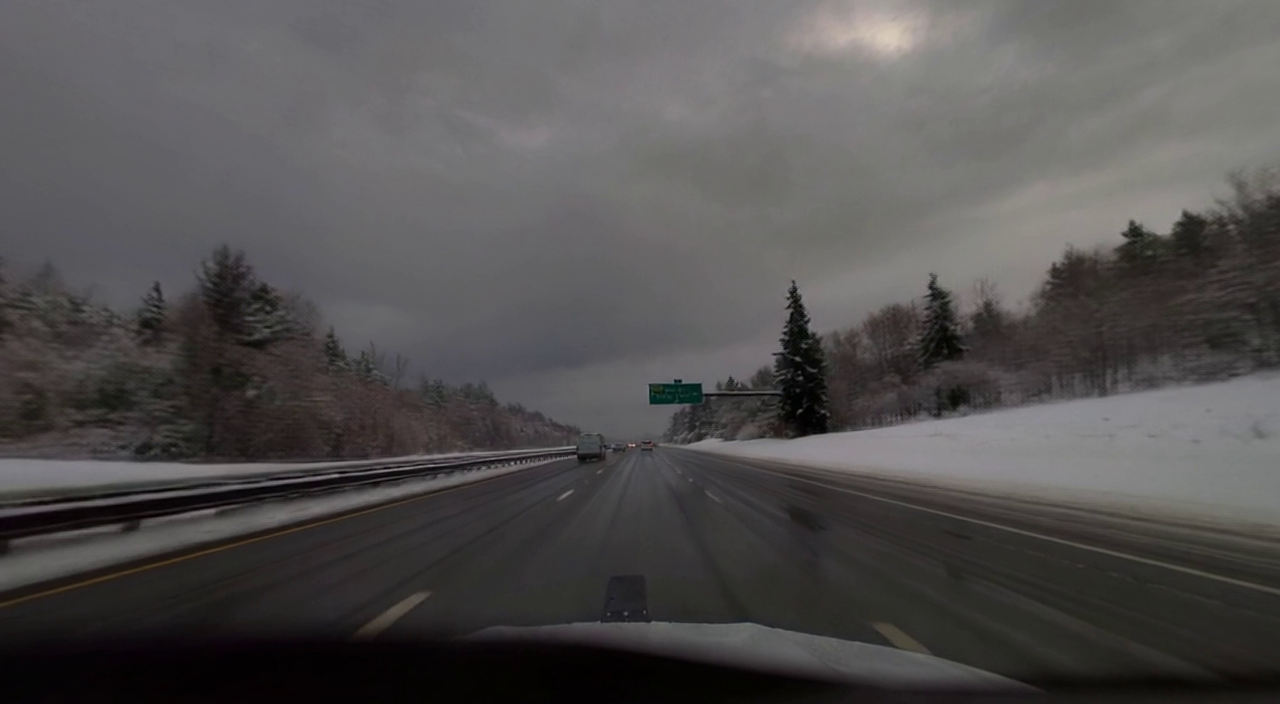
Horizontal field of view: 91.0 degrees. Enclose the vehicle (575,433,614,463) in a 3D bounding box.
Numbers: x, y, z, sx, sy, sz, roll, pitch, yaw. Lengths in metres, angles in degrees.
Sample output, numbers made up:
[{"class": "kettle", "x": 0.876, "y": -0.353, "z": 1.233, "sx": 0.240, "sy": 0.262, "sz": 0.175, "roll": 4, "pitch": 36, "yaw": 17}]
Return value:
[{"class": "vehicle", "x": -3.206, "y": 6.903, "z": 45.137, "sx": 2.286, "sy": 2.011, "sz": 4.452, "roll": 0, "pitch": -8, "yaw": 2}]
